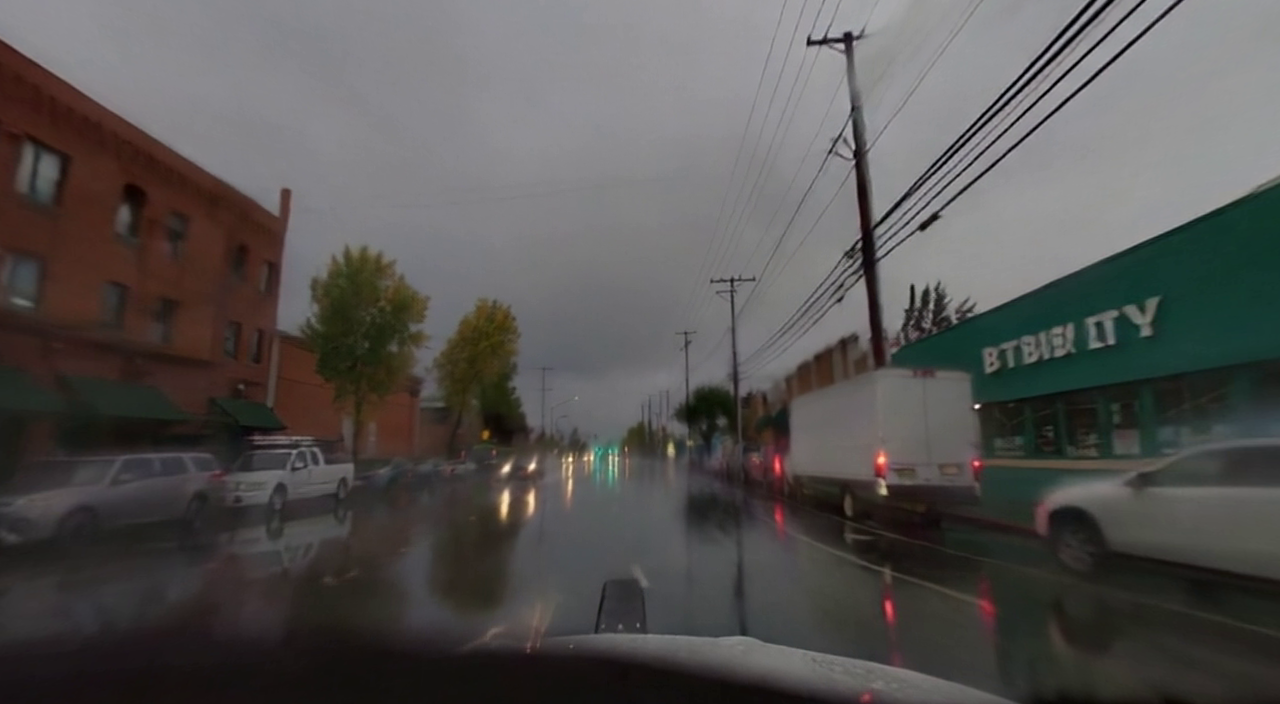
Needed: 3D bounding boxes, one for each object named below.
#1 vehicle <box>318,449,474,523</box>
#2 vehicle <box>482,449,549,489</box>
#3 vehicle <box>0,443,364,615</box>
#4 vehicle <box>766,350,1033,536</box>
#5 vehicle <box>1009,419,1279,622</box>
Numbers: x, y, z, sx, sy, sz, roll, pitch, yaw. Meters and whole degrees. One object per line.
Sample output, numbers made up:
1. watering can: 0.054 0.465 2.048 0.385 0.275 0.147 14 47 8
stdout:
1. vehicle: -5.558 3.083 15.119 1.845 1.469 4.413 -1 -9 2
2. vehicle: -5.086 4.820 26.387 1.925 1.479 4.444 0 -9 0
3. vehicle: -5.334 1.924 7.896 1.807 1.494 4.464 0 -9 -1
4. vehicle: 5.250 2.135 14.801 2.815 3.203 7.558 0 -9 -1
5. vehicle: 6.091 1.521 6.122 1.963 1.646 4.204 1 -9 -10
